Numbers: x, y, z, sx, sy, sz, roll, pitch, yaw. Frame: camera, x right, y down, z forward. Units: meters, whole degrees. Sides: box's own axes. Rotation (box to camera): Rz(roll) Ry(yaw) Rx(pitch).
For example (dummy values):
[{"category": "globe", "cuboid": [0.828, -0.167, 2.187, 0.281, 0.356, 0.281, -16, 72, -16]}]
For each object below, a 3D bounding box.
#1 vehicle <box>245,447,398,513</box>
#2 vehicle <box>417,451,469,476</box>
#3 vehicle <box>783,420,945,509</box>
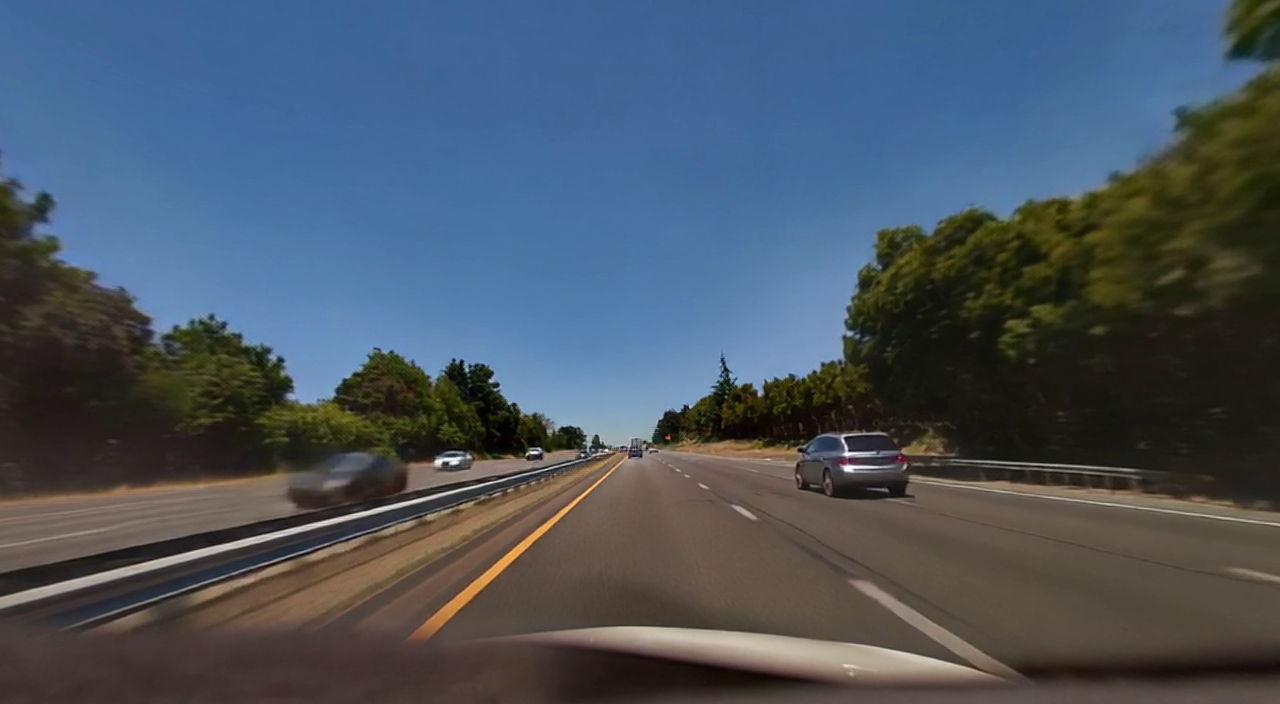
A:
[{"category": "vehicle", "cuboid": [-8.607, 3.453, 17.530, 1.912, 1.549, 4.435, 0, -9, 0]}, {"category": "vehicle", "cuboid": [-12.953, 7.333, 41.617, 1.944, 1.474, 4.503, 0, -9, 0]}, {"category": "vehicle", "cuboid": [5.110, 2.656, 15.181, 2.117, 1.783, 4.627, 0, -9, -1]}]
